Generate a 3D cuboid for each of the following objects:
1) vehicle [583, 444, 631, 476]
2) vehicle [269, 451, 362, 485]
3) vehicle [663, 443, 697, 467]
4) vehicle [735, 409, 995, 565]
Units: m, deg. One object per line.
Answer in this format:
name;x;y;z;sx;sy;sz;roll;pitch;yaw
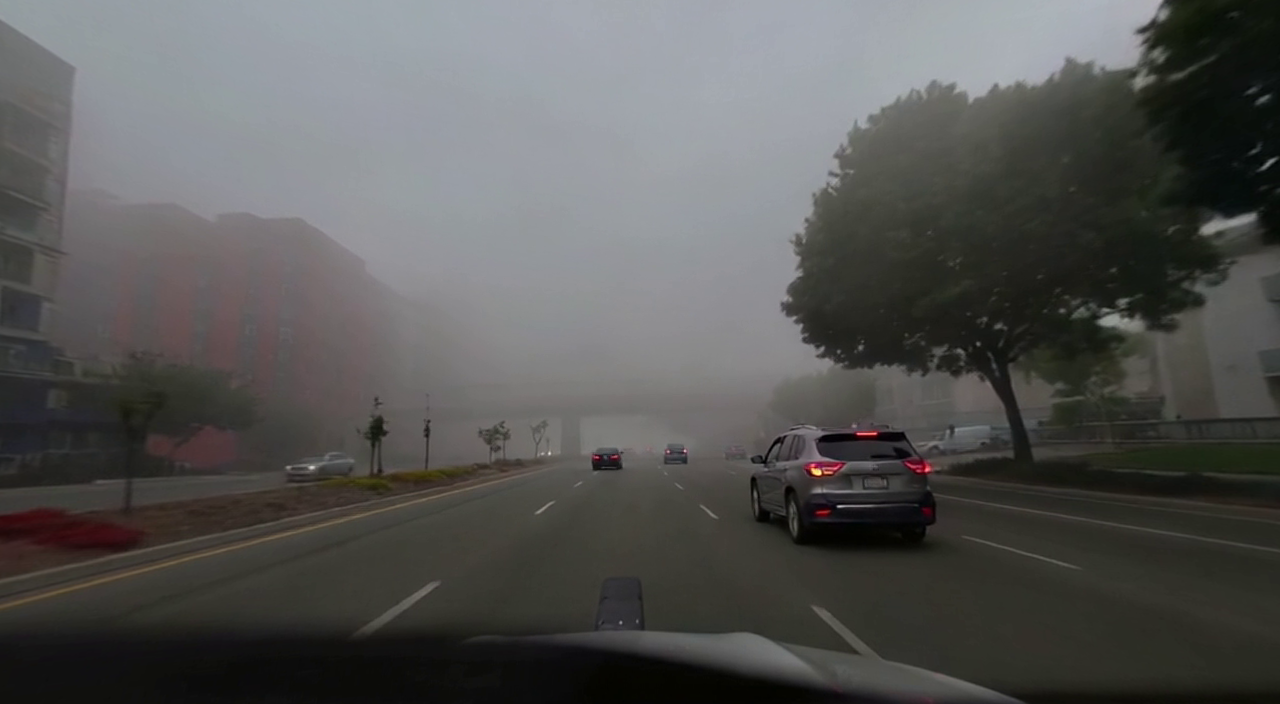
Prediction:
vehicle;-1.619;5.568;32.784;2.173;1.498;4.528;0;-9;1
vehicle;-15.508;5.548;30.529;1.935;1.477;4.703;0;-9;1
vehicle;2.997;7.815;48.027;2.165;1.708;3.928;0;-9;-2
vehicle;2.911;1.884;9.561;2.130;1.741;4.665;0;-9;-1
